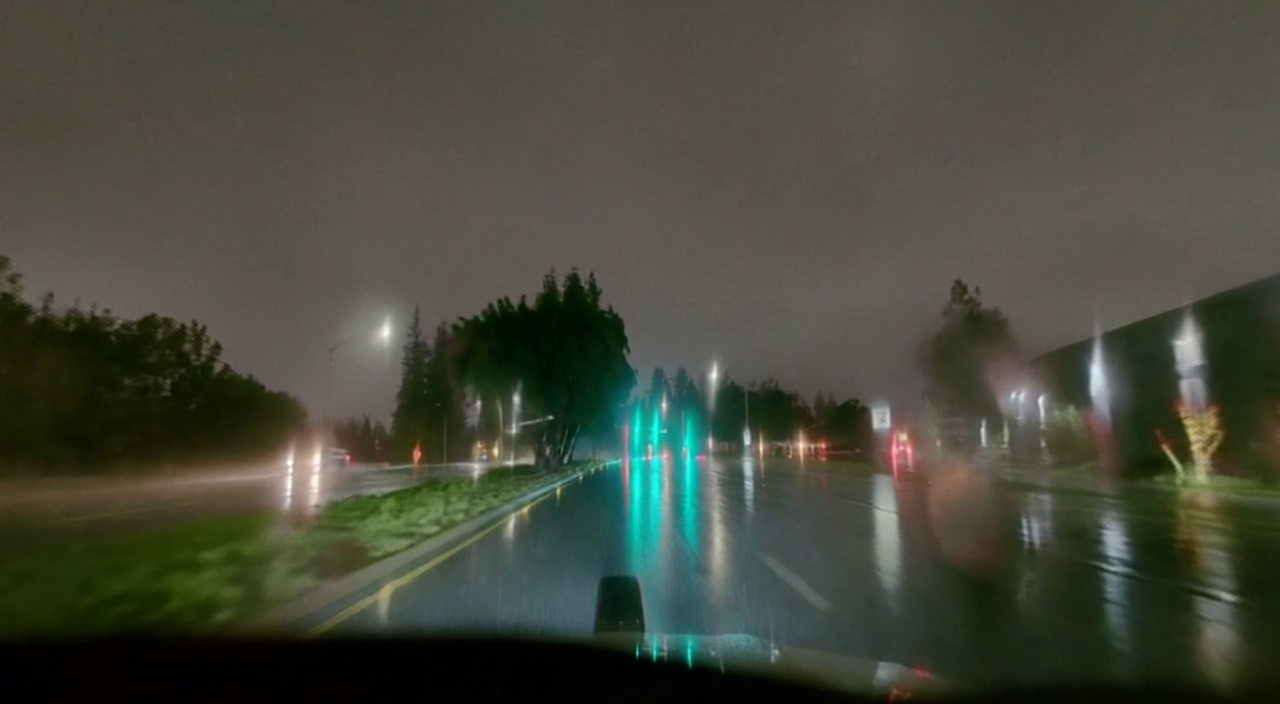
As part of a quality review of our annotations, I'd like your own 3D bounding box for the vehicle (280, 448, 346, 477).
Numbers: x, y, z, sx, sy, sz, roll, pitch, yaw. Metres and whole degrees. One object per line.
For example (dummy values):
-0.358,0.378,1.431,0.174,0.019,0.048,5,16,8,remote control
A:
-19.849,6.683,38.515,1.896,1.623,4.124,0,-8,-2,vehicle
